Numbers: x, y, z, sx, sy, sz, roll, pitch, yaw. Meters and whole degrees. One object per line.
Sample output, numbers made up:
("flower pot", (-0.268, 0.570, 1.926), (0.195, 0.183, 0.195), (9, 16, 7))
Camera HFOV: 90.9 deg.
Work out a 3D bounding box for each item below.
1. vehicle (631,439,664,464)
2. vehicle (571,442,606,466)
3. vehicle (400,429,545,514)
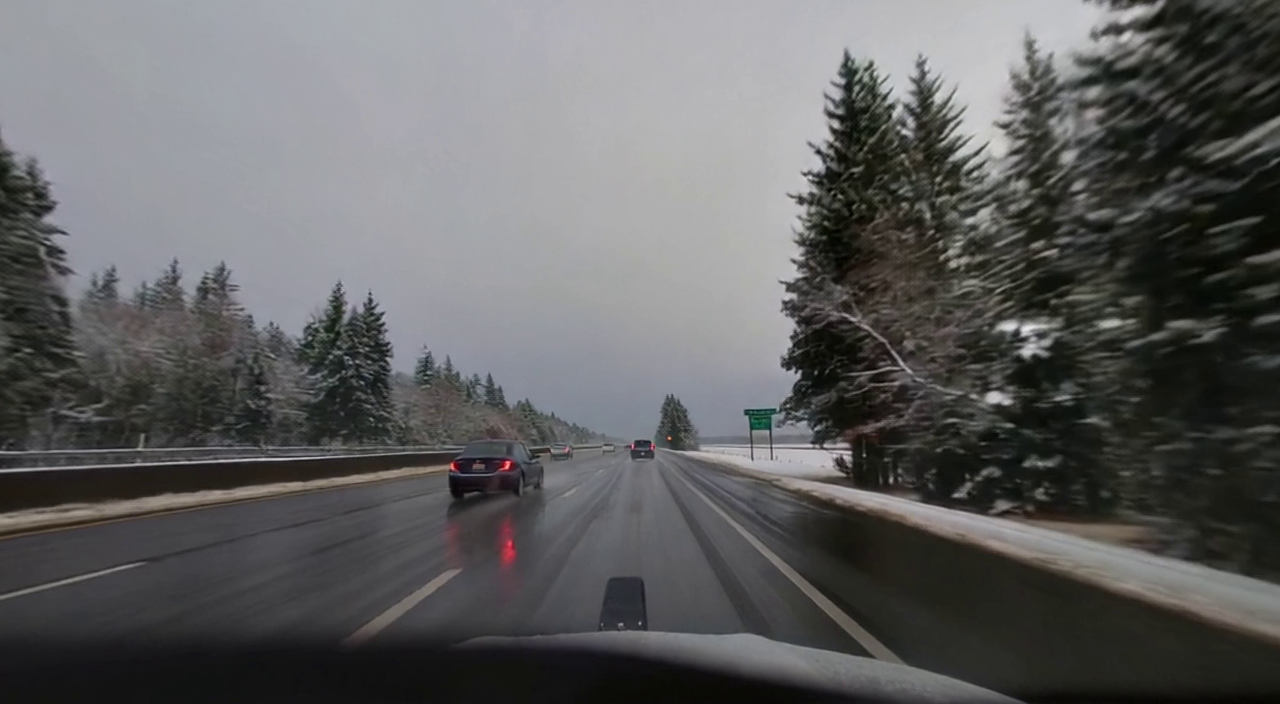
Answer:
("vehicle", (0.483, 7.049, 44.948), (2.259, 1.697, 4.106), (0, -8, -1))
("vehicle", (-3.432, 6.905, 42.926), (2.066, 1.497, 4.253), (0, -8, 0))
("vehicle", (-3.572, 2.631, 14.432), (2.028, 1.634, 4.441), (0, -8, 1))
